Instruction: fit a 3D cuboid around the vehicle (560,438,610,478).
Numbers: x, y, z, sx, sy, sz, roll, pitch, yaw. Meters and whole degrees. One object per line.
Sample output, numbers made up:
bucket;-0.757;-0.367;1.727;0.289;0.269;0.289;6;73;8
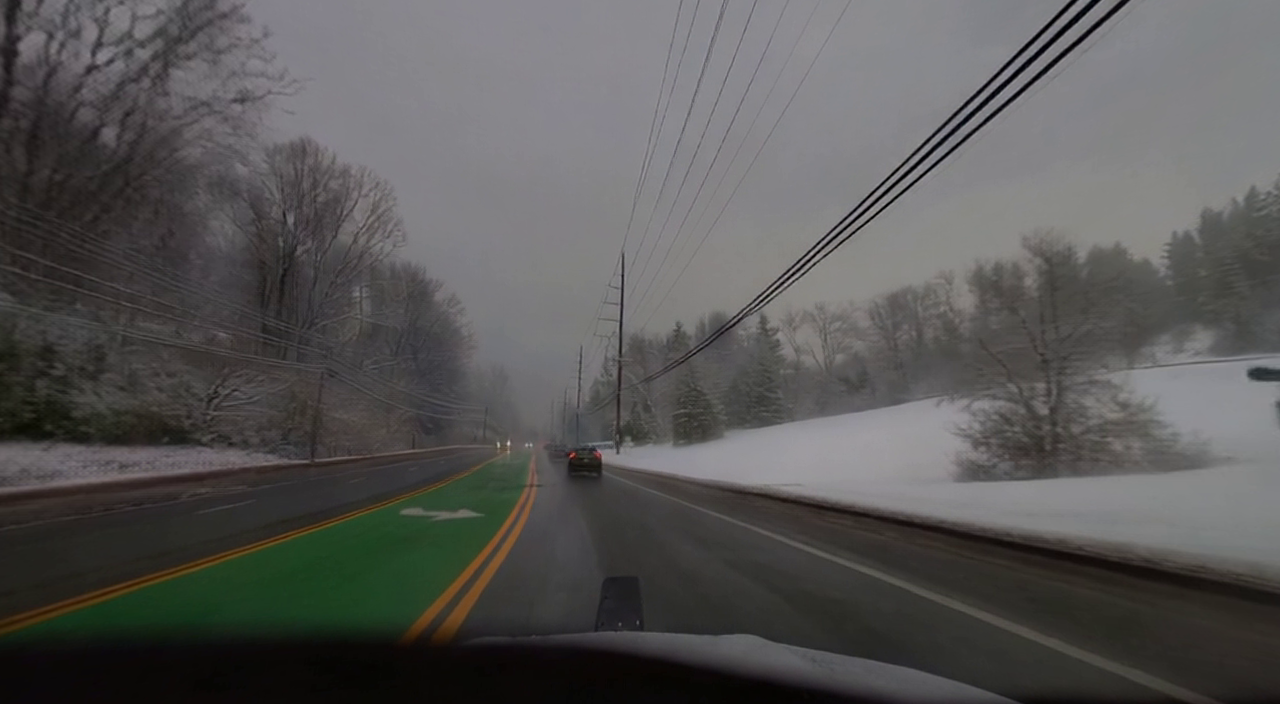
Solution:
vehicle;-2.798;5.154;31.048;2.140;1.767;4.720;1;-9;-9
